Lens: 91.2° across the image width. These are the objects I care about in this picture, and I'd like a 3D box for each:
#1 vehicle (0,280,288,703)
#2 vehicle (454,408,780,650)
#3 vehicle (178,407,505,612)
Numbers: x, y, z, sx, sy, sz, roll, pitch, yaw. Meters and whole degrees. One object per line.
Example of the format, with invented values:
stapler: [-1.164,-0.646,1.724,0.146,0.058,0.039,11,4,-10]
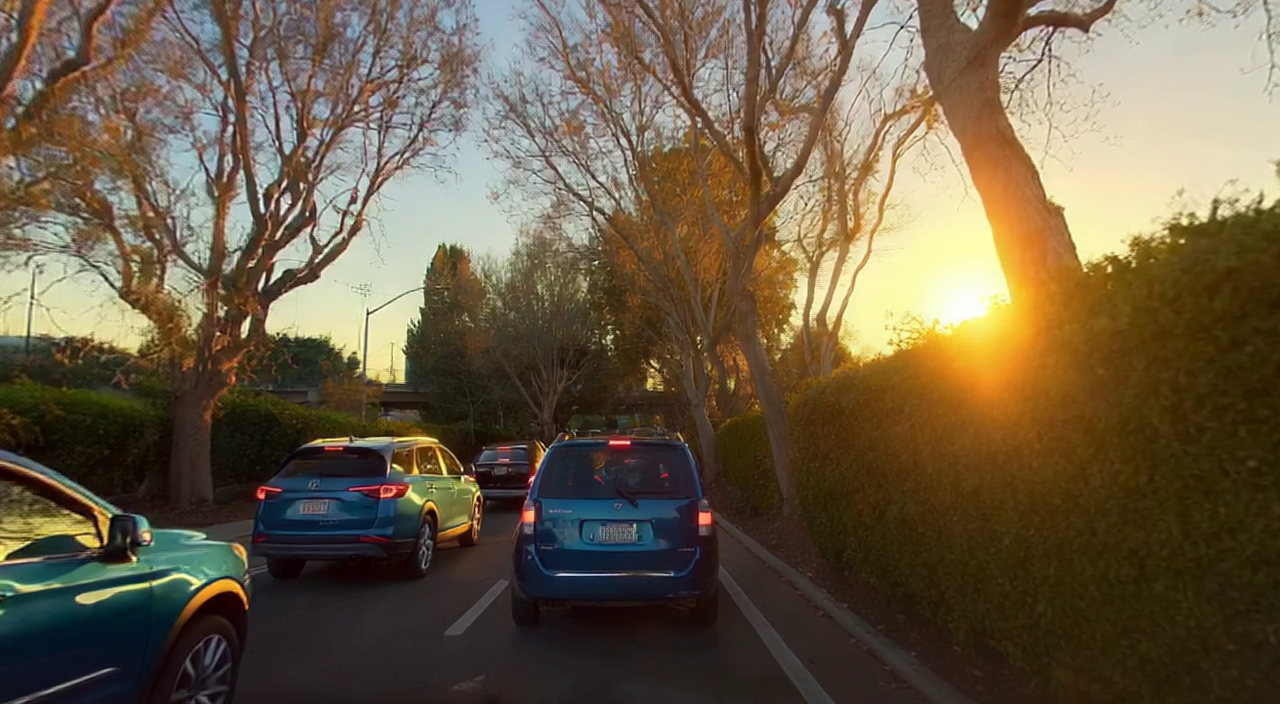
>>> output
vehicle: [-3.282,0.671,1.265,2.205,1.913,5.327,-6,-8,-2]
vehicle: [-0.177,1.489,6.240,2.154,1.581,4.007,0,-9,-1]
vehicle: [-3.403,1.841,8.304,2.256,1.728,4.421,-6,-8,-2]
